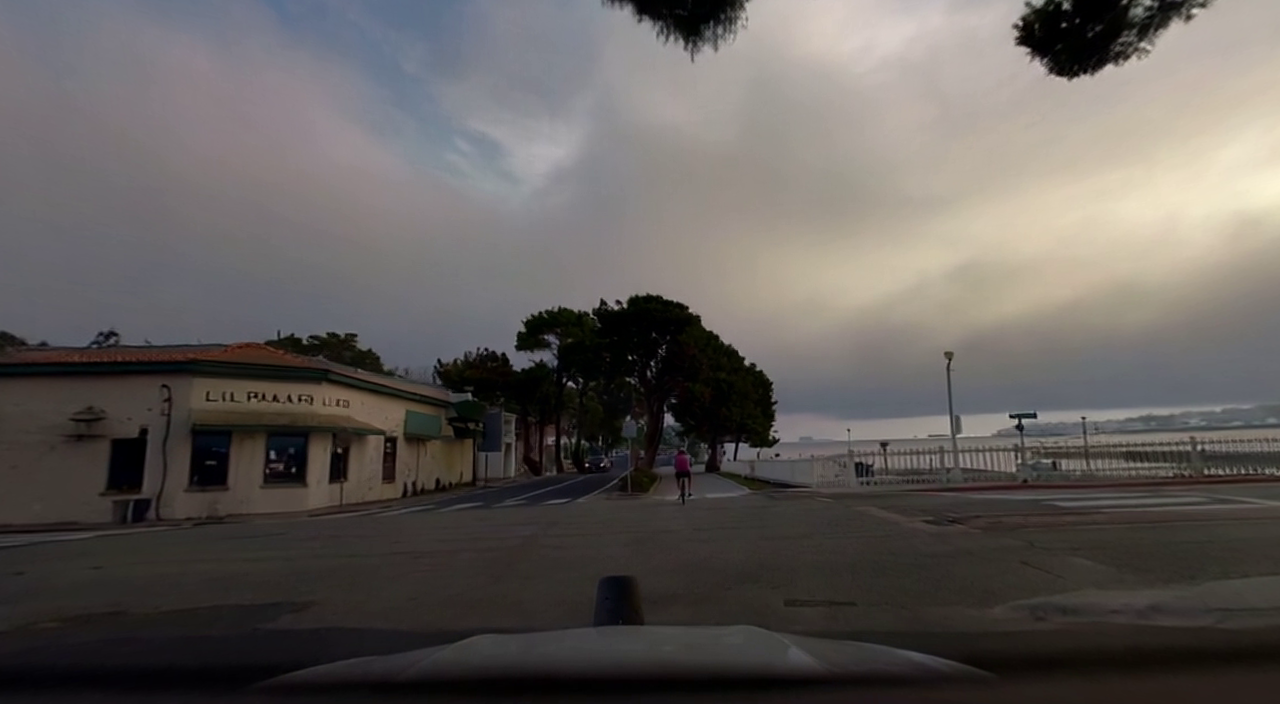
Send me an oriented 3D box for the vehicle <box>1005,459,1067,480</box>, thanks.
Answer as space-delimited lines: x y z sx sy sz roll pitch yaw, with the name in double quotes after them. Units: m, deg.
30.451 9.011 48.615 3.794 1.403 1.636 -1 -9 -9 "vehicle"
